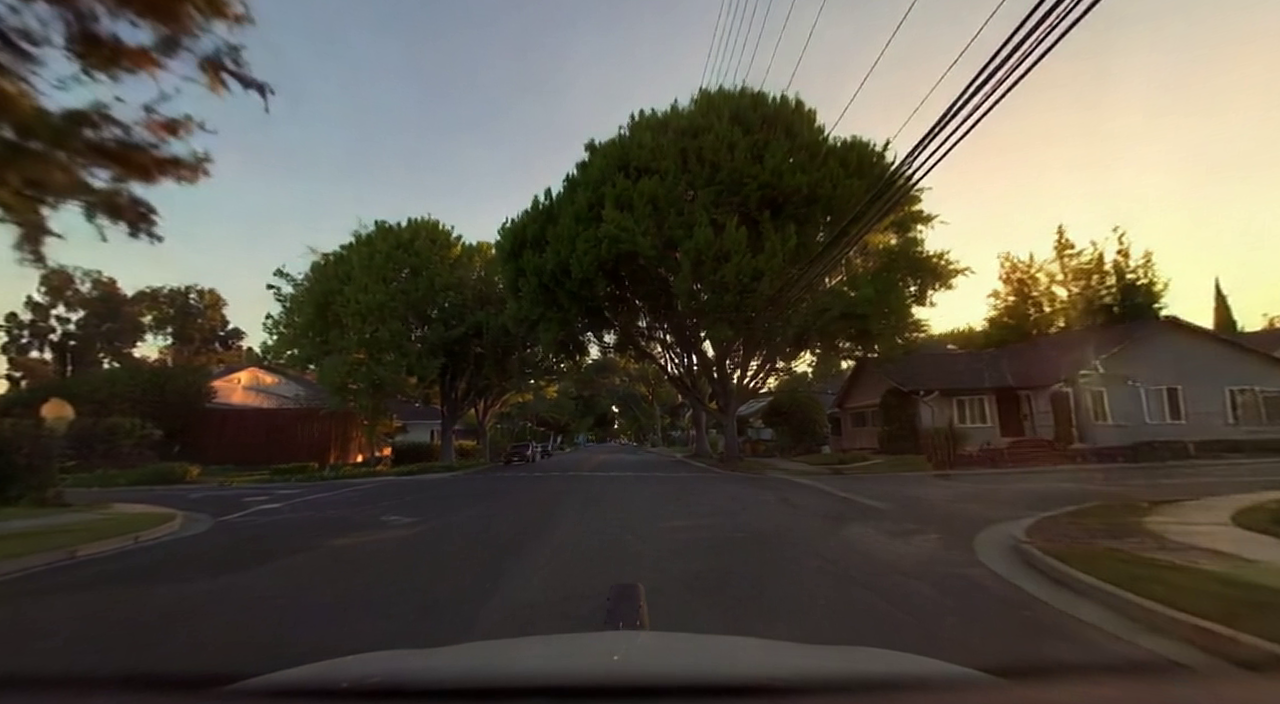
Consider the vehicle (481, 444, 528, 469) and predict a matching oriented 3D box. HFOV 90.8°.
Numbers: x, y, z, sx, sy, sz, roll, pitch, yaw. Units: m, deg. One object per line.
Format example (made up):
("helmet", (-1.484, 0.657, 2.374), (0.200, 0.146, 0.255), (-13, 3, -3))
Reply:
("vehicle", (-8.566, 6.637, 40.418), (2.095, 1.491, 4.422), (0, -8, -1))
